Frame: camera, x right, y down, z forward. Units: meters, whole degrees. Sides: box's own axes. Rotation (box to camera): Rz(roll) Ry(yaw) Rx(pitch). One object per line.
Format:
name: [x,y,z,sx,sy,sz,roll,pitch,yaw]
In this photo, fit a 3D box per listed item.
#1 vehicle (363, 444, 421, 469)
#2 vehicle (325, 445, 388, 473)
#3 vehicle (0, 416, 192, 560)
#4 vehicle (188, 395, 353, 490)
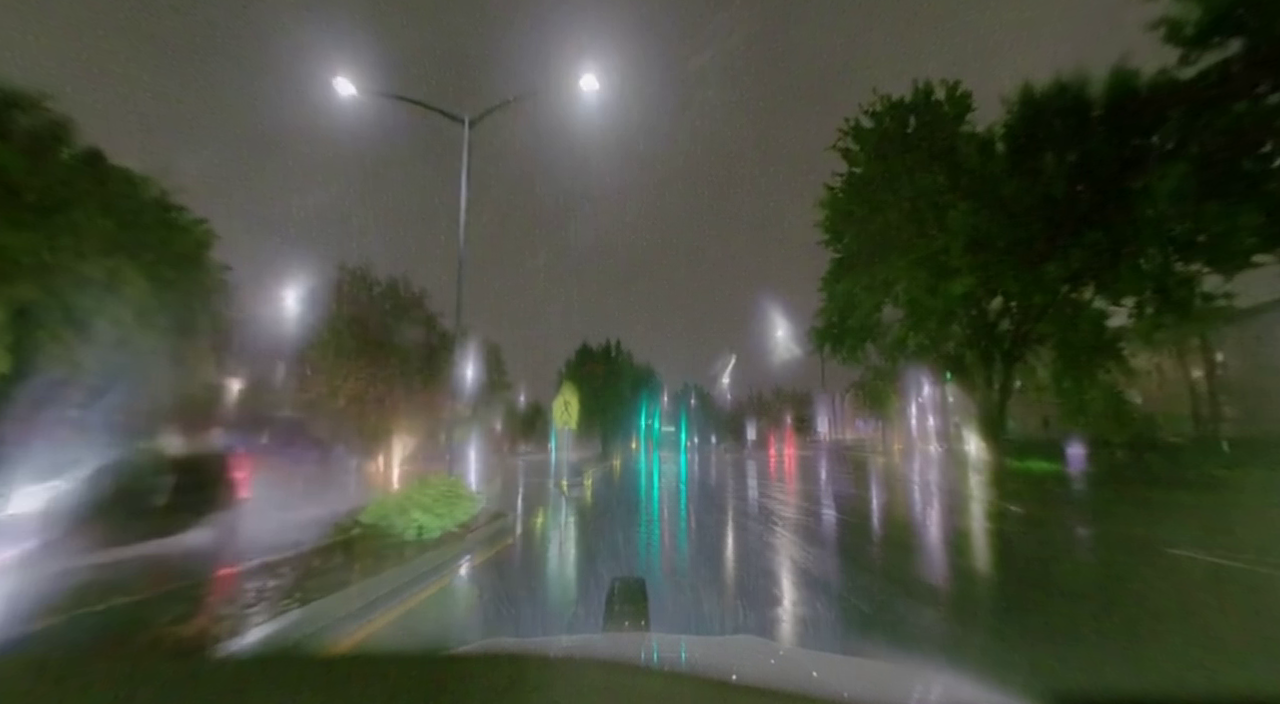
vehicle: [-17.807,7.511,45.560,2.200,1.730,4.886,0,-8,-1]
vehicle: [-17.882,6.754,39.993,1.892,1.681,4.596,0,-8,0]
vehicle: [-8.283,1.692,8.106,1.903,1.644,4.182,0,-8,1]
vehicle: [-17.678,4.461,31.154,3.028,3.724,9.001,-4,-8,-2]
